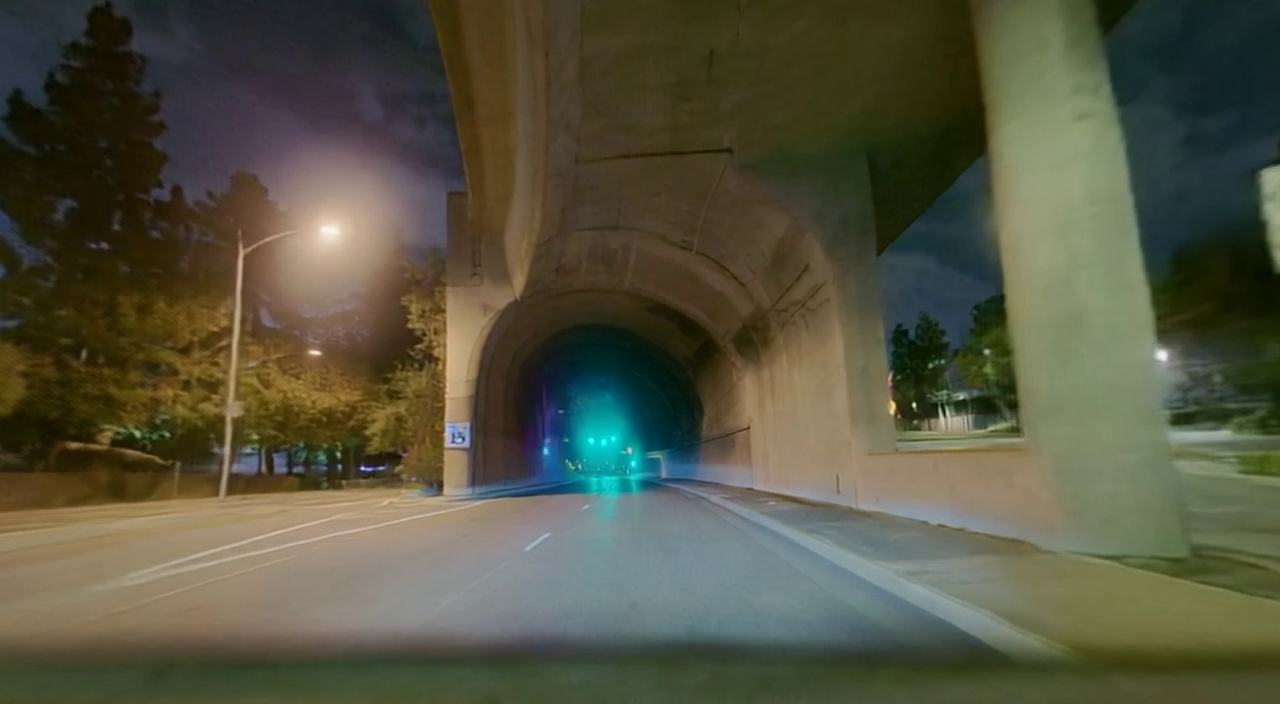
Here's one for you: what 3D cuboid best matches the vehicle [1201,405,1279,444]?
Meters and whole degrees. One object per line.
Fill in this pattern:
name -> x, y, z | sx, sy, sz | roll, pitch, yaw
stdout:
vehicle -> 25.298, 2.933, 25.165 | 1.931, 1.465, 4.207 | 0, -8, -2
